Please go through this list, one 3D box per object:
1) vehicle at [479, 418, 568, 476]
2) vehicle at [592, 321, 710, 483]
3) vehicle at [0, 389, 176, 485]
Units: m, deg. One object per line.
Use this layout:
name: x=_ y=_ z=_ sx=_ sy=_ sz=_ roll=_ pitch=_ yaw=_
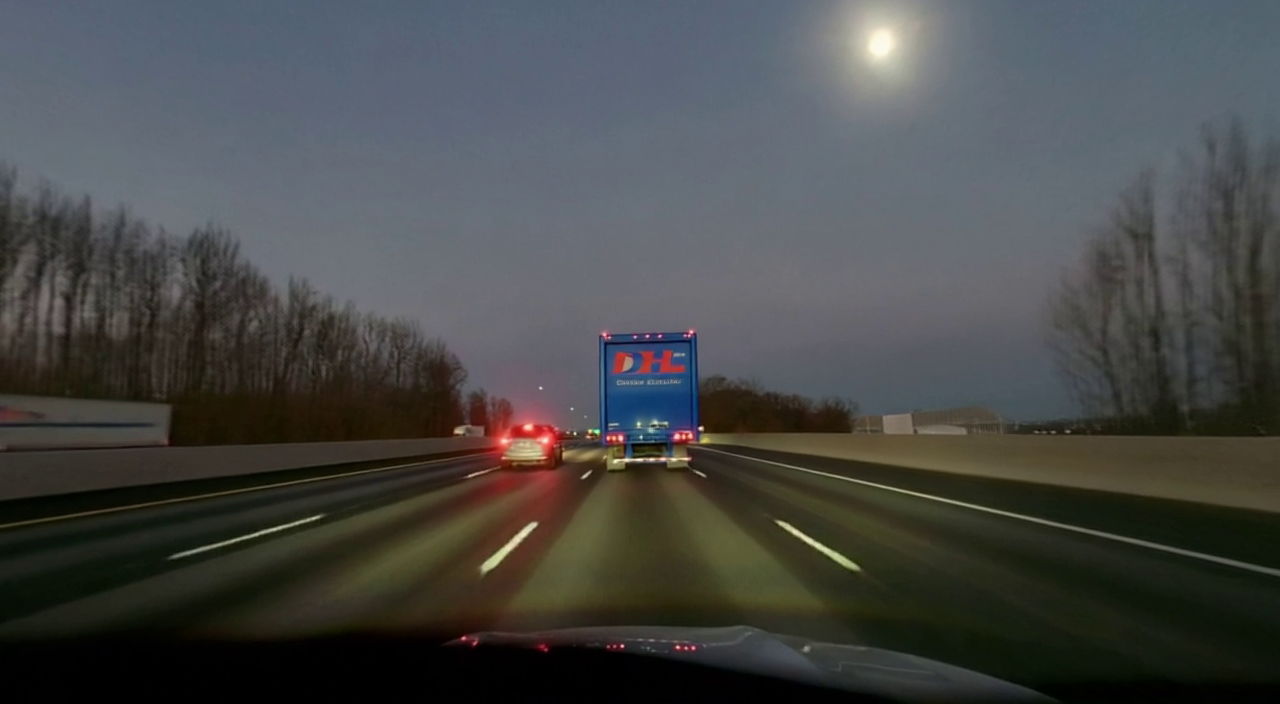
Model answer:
vehicle: x=-3.971 y=3.343 z=22.427 sx=2.394 sy=1.787 sz=5.186 roll=0 pitch=-8 yaw=-2
vehicle: x=0.181 y=1.864 z=20.800 sx=3.011 sy=4.211 sz=8.926 roll=0 pitch=-8 yaw=-1
vehicle: x=-30.579 y=4.099 z=30.275 sx=3.258 sy=4.291 sz=17.587 roll=0 pitch=-8 yaw=0
